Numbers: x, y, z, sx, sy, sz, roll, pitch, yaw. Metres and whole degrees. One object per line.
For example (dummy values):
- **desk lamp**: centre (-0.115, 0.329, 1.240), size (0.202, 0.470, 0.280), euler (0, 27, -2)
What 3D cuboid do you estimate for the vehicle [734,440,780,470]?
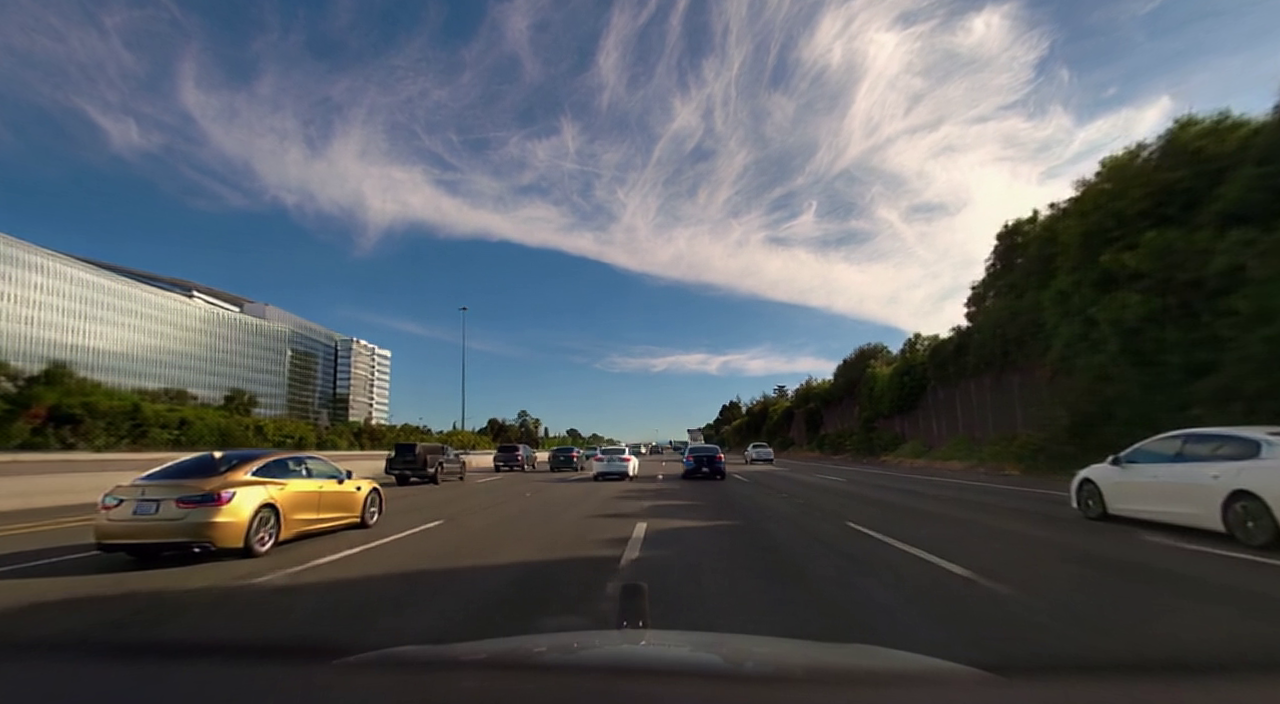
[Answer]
- **vehicle**: centre (7.393, 6.525, 40.246), size (2.071, 1.754, 4.484), euler (-1, -8, 1)

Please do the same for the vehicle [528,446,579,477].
- **vehicle**: centre (-4.436, 5.683, 33.011), size (1.886, 1.455, 4.148), euler (-1, -8, 3)

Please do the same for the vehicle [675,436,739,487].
- **vehicle**: centre (2.428, 4.105, 23.969), size (2.114, 1.715, 4.136), euler (-1, -8, 2)

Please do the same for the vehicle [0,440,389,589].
- **vehicle**: centre (-5.620, 1.986, 8.756), size (2.116, 1.473, 4.644), euler (-1, -8, 3)

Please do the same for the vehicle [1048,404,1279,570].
- **vehicle**: centre (7.721, 1.595, 7.853), size (1.960, 1.726, 5.016), euler (-1, -8, 1)

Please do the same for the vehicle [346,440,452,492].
- **vehicle**: centre (-8.725, 4.137, 23.309), size (1.947, 1.683, 4.331), euler (-1, -8, 4)

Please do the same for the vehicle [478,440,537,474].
- **vehicle**: centre (-7.903, 6.285, 38.081), size (2.187, 1.851, 5.085), euler (-1, -8, 3)

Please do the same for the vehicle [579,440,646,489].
- **vehicle**: centre (-0.915, 4.113, 23.520), size (2.102, 1.624, 4.257), euler (-1, -8, 3)
